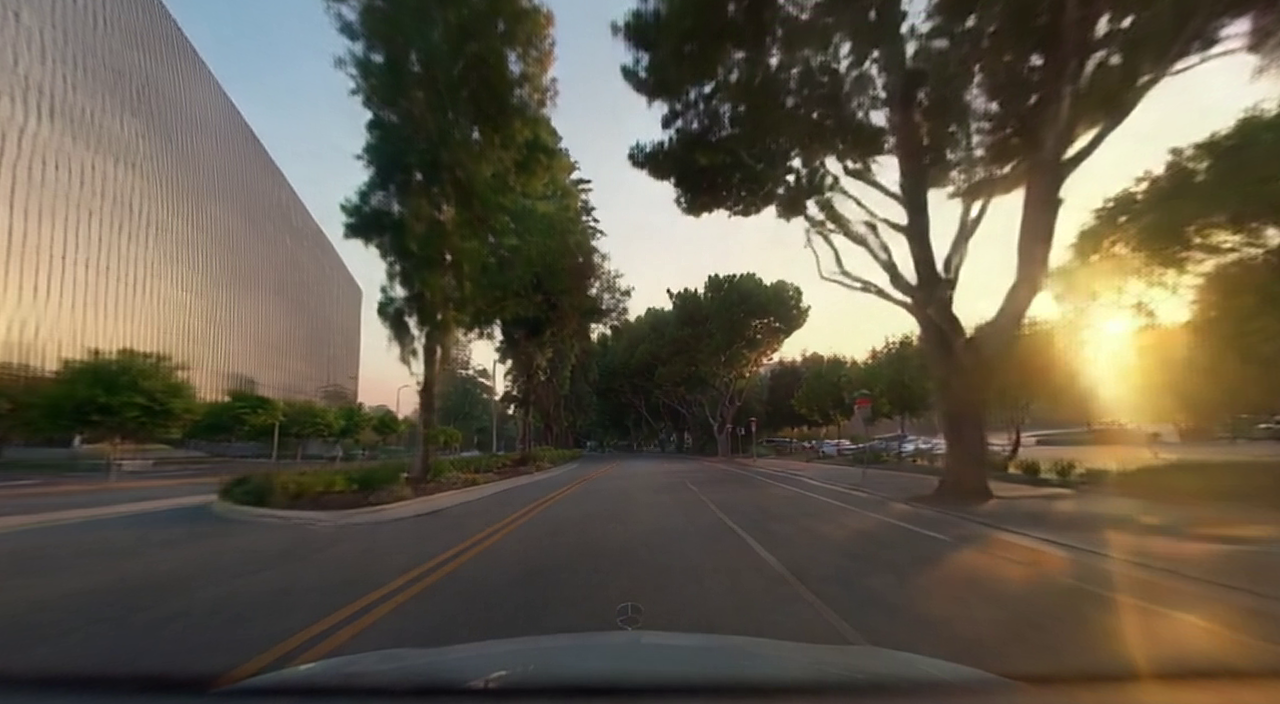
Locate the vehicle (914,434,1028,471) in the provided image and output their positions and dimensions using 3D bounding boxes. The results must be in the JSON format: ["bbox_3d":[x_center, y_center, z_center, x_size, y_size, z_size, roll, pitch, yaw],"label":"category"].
[{"bbox_3d":[15.745,4.788,30.162,4.198,1.552,2.087,-2,-8,0],"label":"vehicle"}]

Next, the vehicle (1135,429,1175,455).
[{"bbox_3d":[35.246,6.156,43.121,1.924,1.636,4.297,-5,-10,40],"label":"vehicle"}]

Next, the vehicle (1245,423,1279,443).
[{"bbox_3d":[46.985,6.042,47.189,1.995,1.371,4.006,-8,-9,39],"label":"vehicle"}]
